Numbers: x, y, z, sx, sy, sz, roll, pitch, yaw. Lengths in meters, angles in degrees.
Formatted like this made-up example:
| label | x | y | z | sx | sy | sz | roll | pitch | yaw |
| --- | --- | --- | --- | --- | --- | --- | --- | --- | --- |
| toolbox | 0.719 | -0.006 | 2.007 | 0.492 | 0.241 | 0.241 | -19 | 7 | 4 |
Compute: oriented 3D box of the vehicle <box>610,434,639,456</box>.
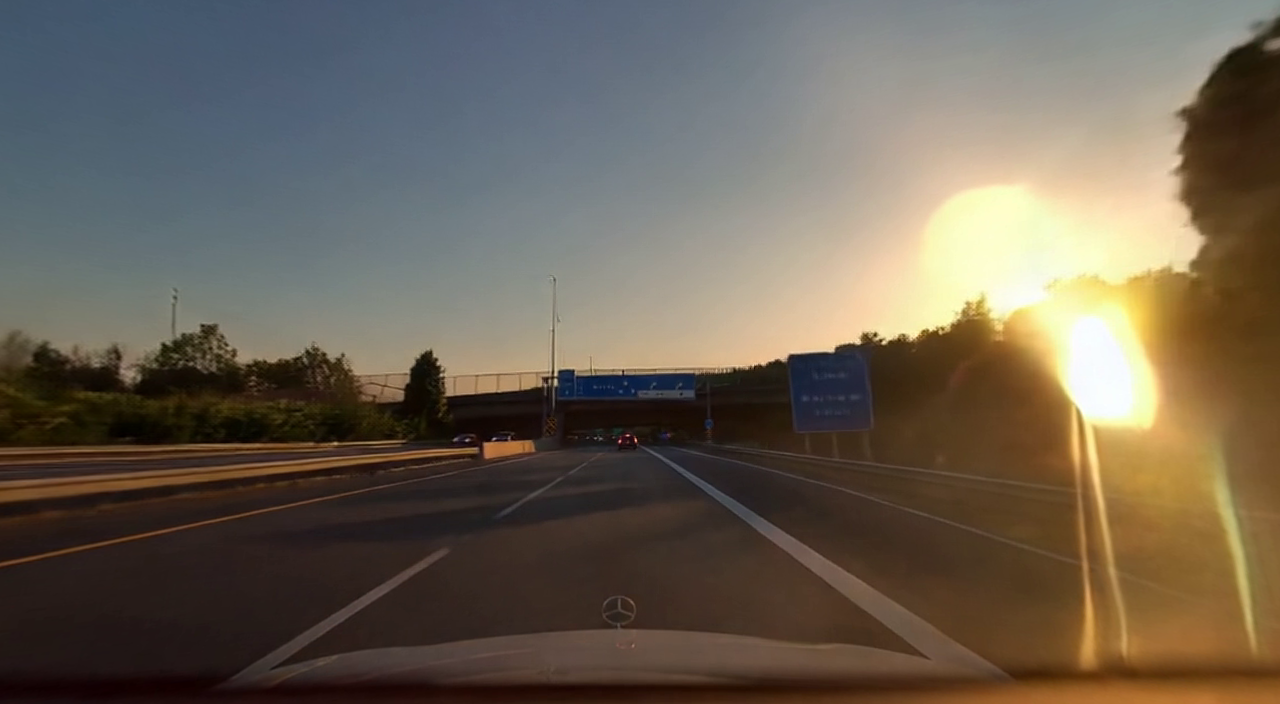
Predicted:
| label | x | y | z | sx | sy | sz | roll | pitch | yaw |
| --- | --- | --- | --- | --- | --- | --- | --- | --- | --- |
| vehicle | -1.091 | 6.586 | 44.635 | 2.025 | 1.519 | 3.924 | 0 | -8 | -1 |
